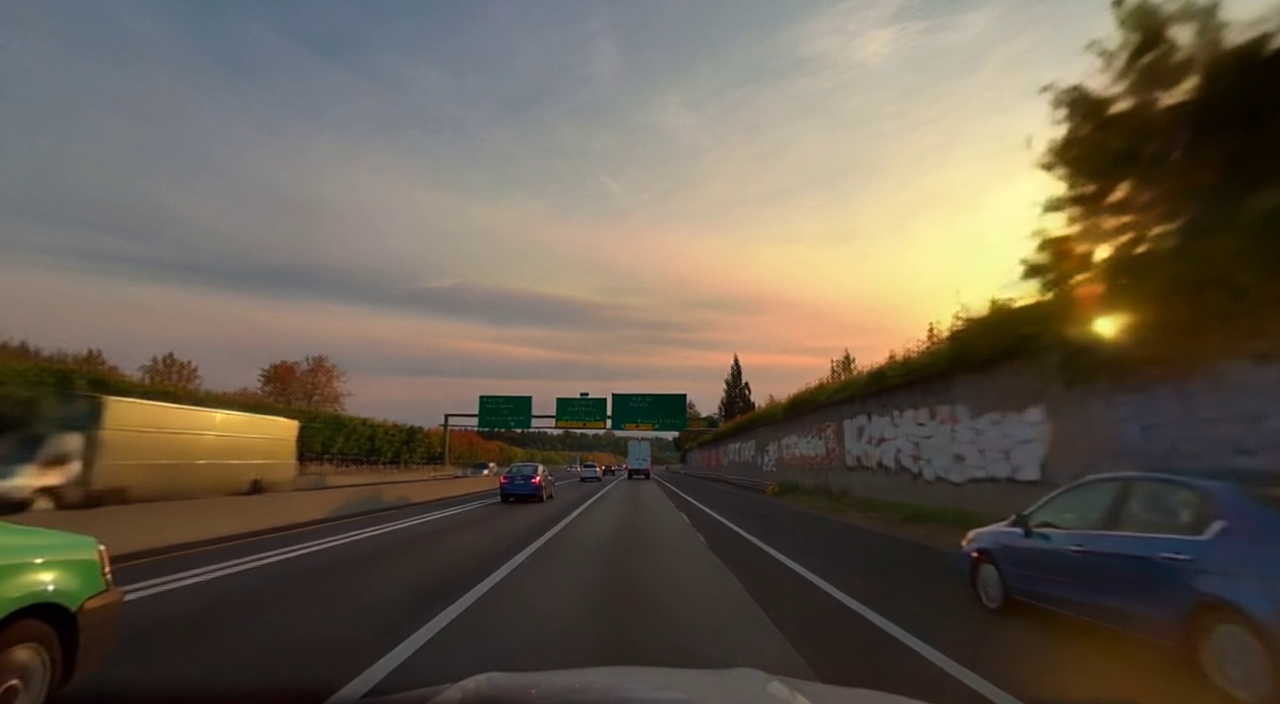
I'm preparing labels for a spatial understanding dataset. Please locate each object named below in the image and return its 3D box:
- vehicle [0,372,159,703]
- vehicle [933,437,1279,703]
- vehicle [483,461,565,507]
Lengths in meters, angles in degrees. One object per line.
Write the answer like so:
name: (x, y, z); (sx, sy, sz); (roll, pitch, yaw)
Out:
vehicle: (-3.392, 0.591, 0.776); (2.004, 1.610, 4.508); (1, -10, 0)
vehicle: (4.113, 1.429, 4.527); (1.917, 1.458, 4.199); (1, -10, -1)
vehicle: (-3.993, 4.634, 22.441); (2.054, 1.443, 4.131); (0, -10, 1)
